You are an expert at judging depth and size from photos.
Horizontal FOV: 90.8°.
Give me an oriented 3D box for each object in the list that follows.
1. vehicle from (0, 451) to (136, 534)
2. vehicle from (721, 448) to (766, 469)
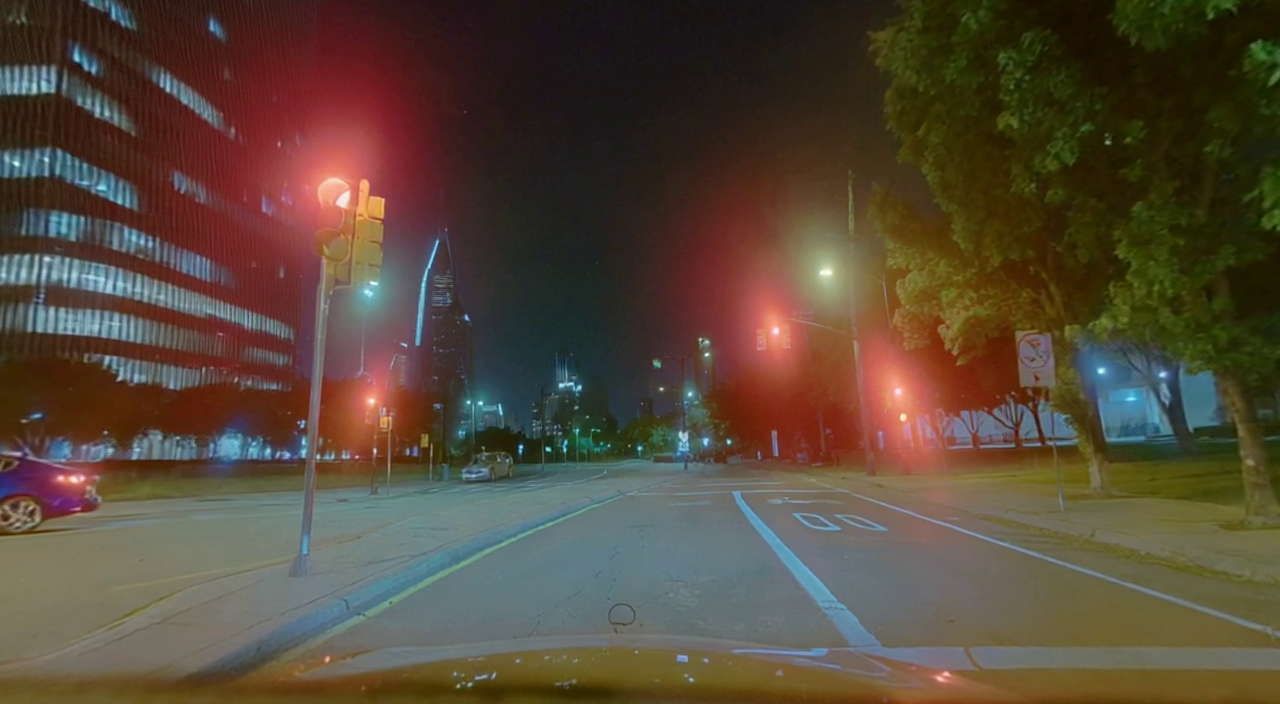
[{"bbox_3d":[-12.858,2.713,12.275,4.598,1.490,1.816,7,-11,-40],"label":"vehicle"},{"bbox_3d":[7.861,8.122,48.419,1.829,1.440,4.384,2,-9,-14],"label":"vehicle"}]
